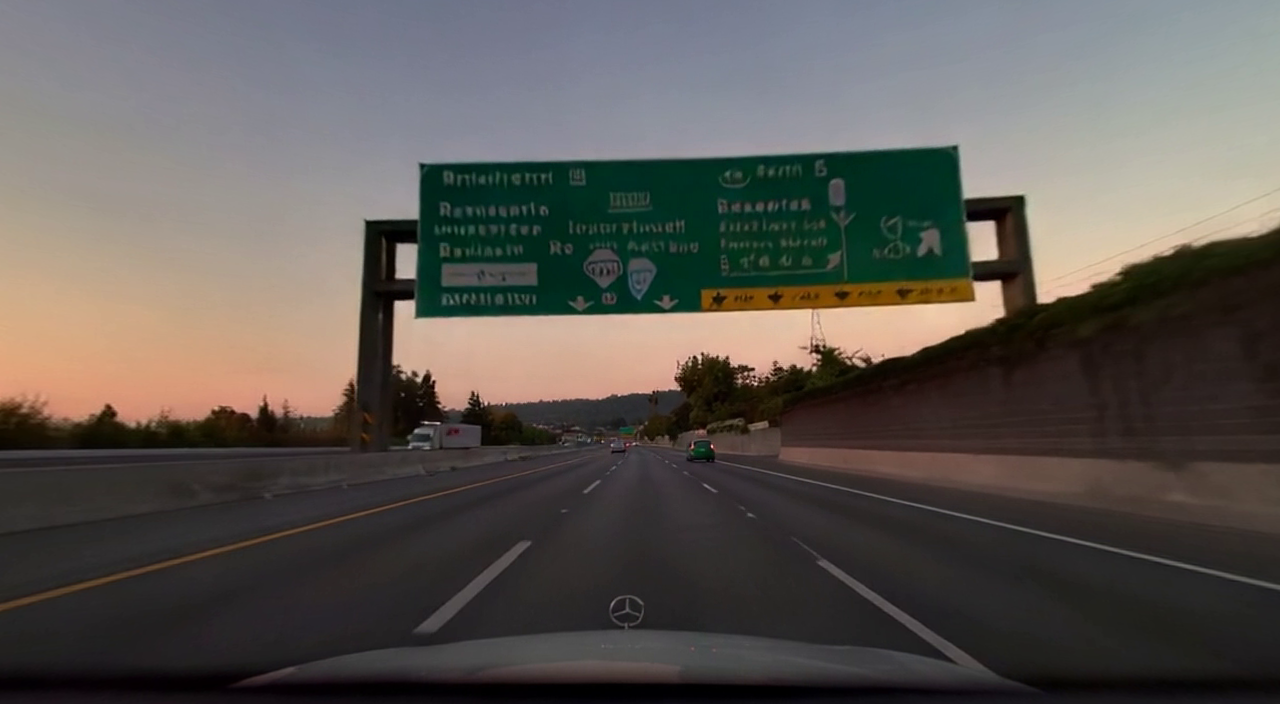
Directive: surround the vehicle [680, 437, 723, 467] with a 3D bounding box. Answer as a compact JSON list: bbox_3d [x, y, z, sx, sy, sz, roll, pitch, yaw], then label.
[{"bbox_3d":[3.633,6.028,37.824,2.202,1.682,4.188,0,-8,0],"label":"vehicle"}]
